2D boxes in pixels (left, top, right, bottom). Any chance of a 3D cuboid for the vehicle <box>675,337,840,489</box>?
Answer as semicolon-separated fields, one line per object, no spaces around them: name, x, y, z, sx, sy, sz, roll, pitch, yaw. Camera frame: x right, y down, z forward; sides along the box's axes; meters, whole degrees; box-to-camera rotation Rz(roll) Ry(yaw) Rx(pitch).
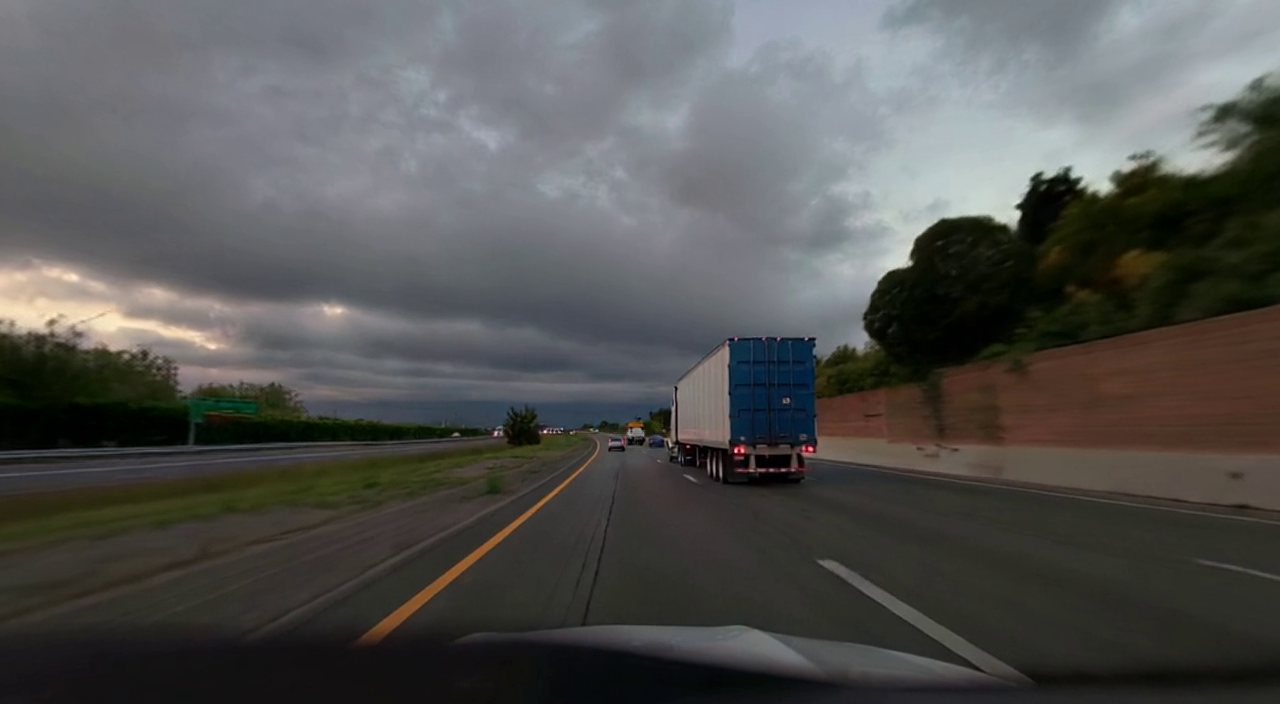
vehicle;3.506;2.502;23.920;2.965;4.033;14.299;0;-7;-2
